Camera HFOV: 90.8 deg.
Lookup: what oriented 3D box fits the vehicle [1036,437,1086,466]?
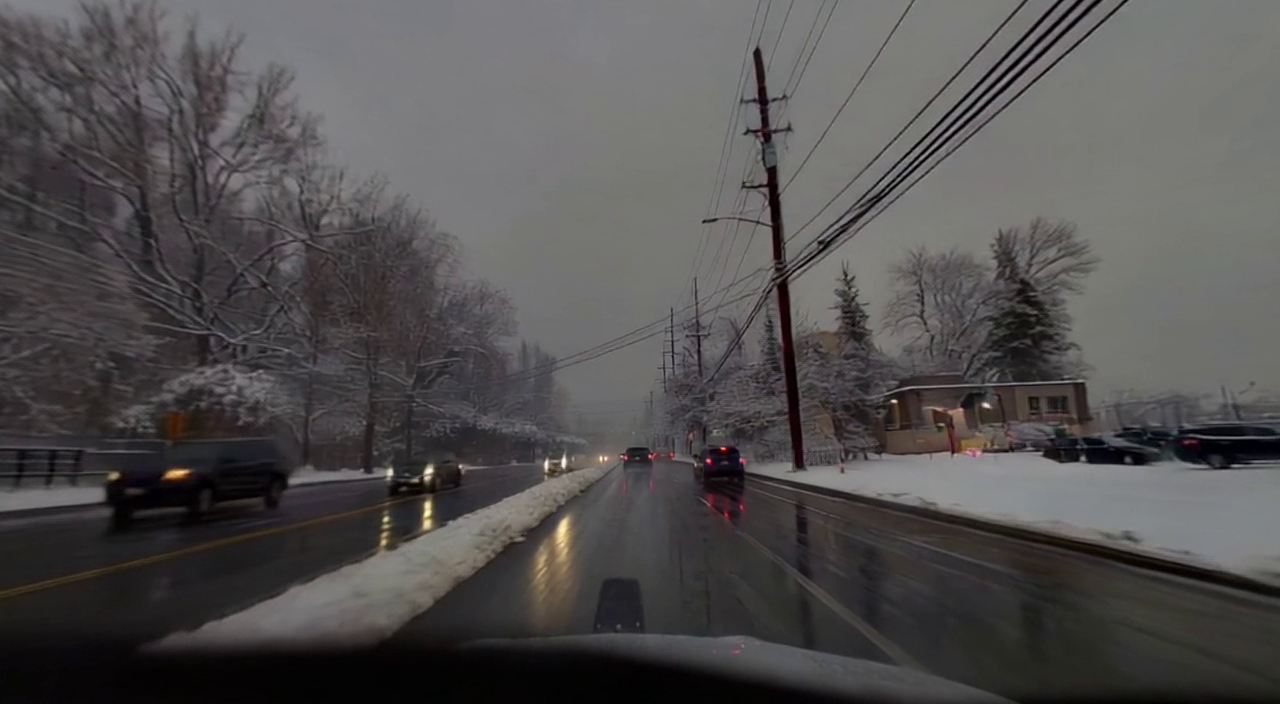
[{"bbox_3d":[24.408,5.744,36.546,2.071,1.528,4.644,-7,-10,36],"label":"vehicle"}]

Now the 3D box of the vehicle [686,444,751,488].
[{"bbox_3d":[3.057,4.537,25.532,1.990,1.592,4.294,0,-8,-1],"label":"vehicle"}]

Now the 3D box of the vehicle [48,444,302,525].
[{"bbox_3d":[-11.857,3.364,16.903,2.383,1.725,5.760,-1,-8,1],"label":"vehicle"}]

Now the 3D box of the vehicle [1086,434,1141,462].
[{"bbox_3d":[27.442,5.578,36.716,1.825,1.476,3.833,-5,-9,27],"label":"vehicle"}]

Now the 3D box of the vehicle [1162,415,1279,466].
[{"bbox_3d":[23.056,3.333,23.713,2.187,1.757,4.663,3,-9,-22],"label":"vehicle"}]

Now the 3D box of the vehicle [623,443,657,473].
[{"bbox_3d":[-0.024,6.977,41.770,2.163,1.825,4.073,-1,-8,0],"label":"vehicle"}]

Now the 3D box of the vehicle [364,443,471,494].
[{"bbox_3d":[-8.381,4.412,24.336,2.518,1.719,4.314,-1,-8,0],"label":"vehicle"}]
